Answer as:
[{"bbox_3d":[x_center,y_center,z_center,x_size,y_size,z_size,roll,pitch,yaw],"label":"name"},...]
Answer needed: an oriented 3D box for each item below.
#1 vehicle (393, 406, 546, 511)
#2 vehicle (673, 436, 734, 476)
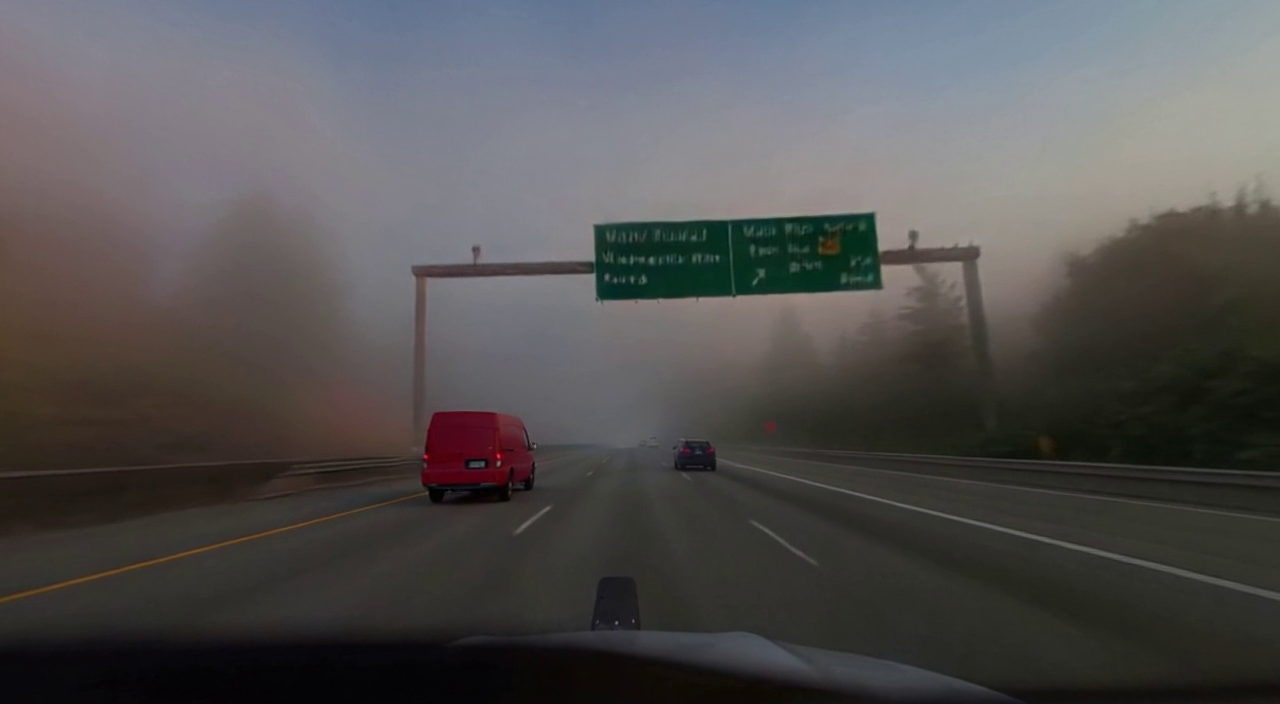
[{"bbox_3d":[-3.750,2.440,15.072,2.275,2.053,5.082,0,-8,-1],"label":"vehicle"},{"bbox_3d":[2.448,4.110,25.309,2.020,1.464,3.803,0,-8,0],"label":"vehicle"}]
